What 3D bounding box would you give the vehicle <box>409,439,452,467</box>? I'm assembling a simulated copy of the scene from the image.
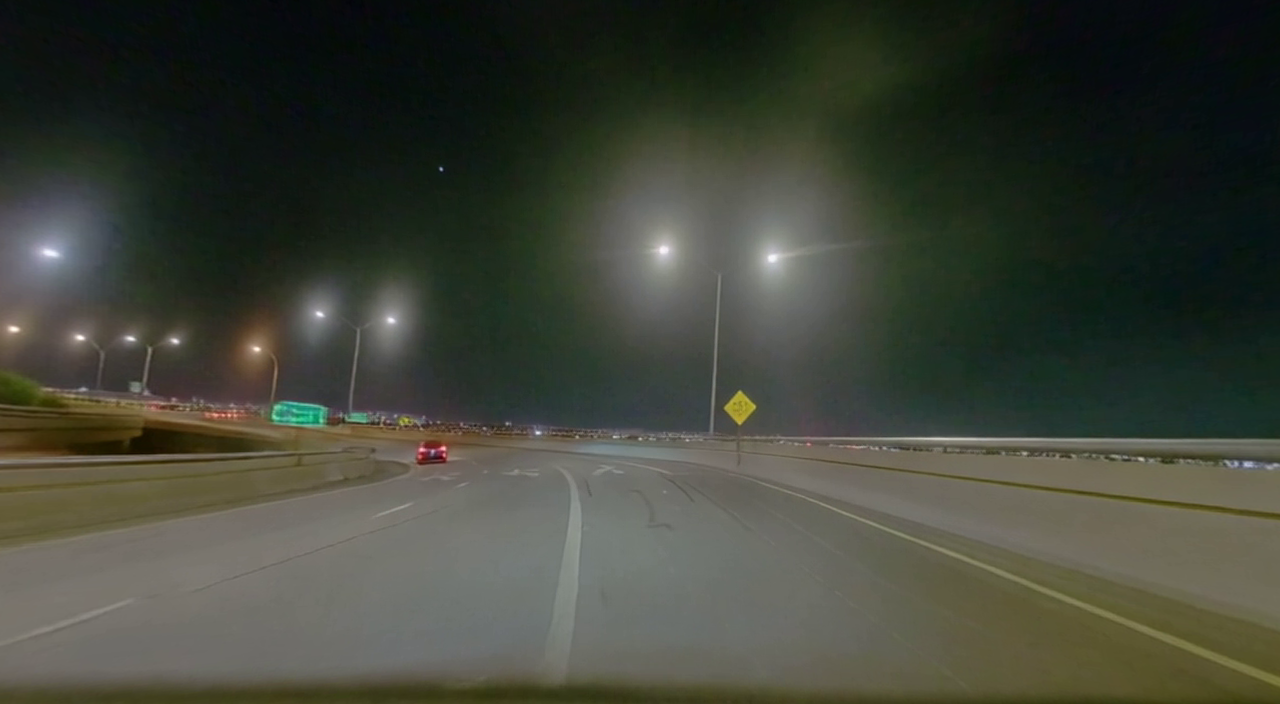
[{"bbox_3d":[-12.539,6.035,37.910,2.234,1.588,4.484,2,-9,-16],"label":"vehicle"}]
